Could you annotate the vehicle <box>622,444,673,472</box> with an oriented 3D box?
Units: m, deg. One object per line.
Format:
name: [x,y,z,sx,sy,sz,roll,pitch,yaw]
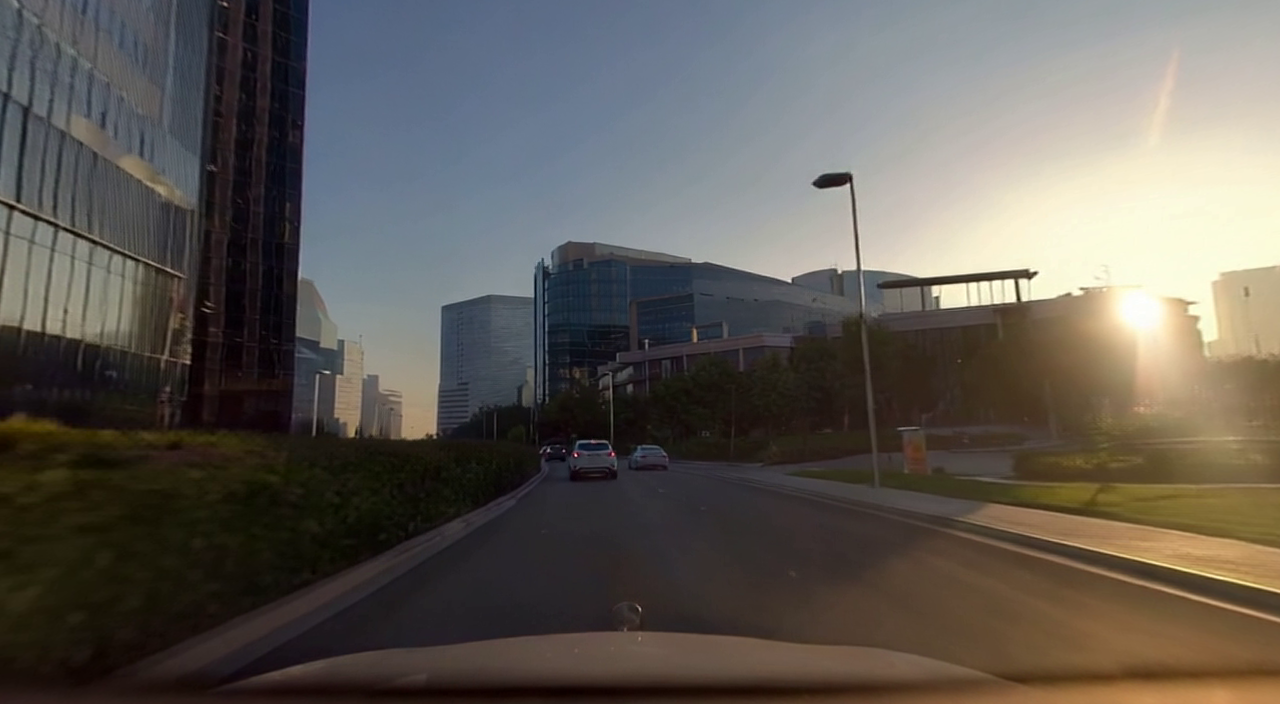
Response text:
vehicle: [0.357,6.125,36.500,2.116,1.506,4.355,2,-9,-11]

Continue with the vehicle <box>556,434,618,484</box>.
vehicle: [-2.073,4.147,24.611,2.173,1.761,4.374,1,-9,-5]
